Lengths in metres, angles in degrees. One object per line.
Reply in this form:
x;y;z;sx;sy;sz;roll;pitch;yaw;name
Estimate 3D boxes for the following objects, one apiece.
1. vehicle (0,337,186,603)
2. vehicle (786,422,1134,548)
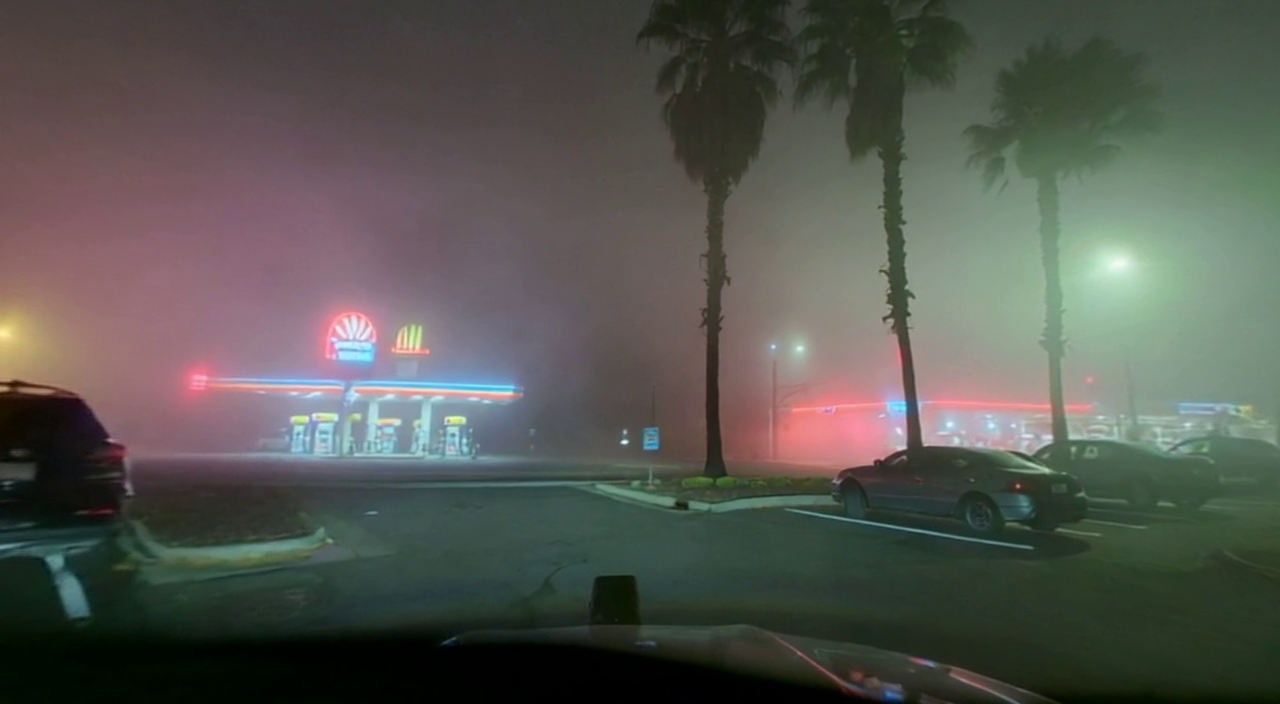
-7.283;1.054;6.149;5.855;1.950;2.445;-5;-10;32;vehicle
4.674;1.973;10.098;1.937;1.490;4.564;5;-10;-29;vehicle
